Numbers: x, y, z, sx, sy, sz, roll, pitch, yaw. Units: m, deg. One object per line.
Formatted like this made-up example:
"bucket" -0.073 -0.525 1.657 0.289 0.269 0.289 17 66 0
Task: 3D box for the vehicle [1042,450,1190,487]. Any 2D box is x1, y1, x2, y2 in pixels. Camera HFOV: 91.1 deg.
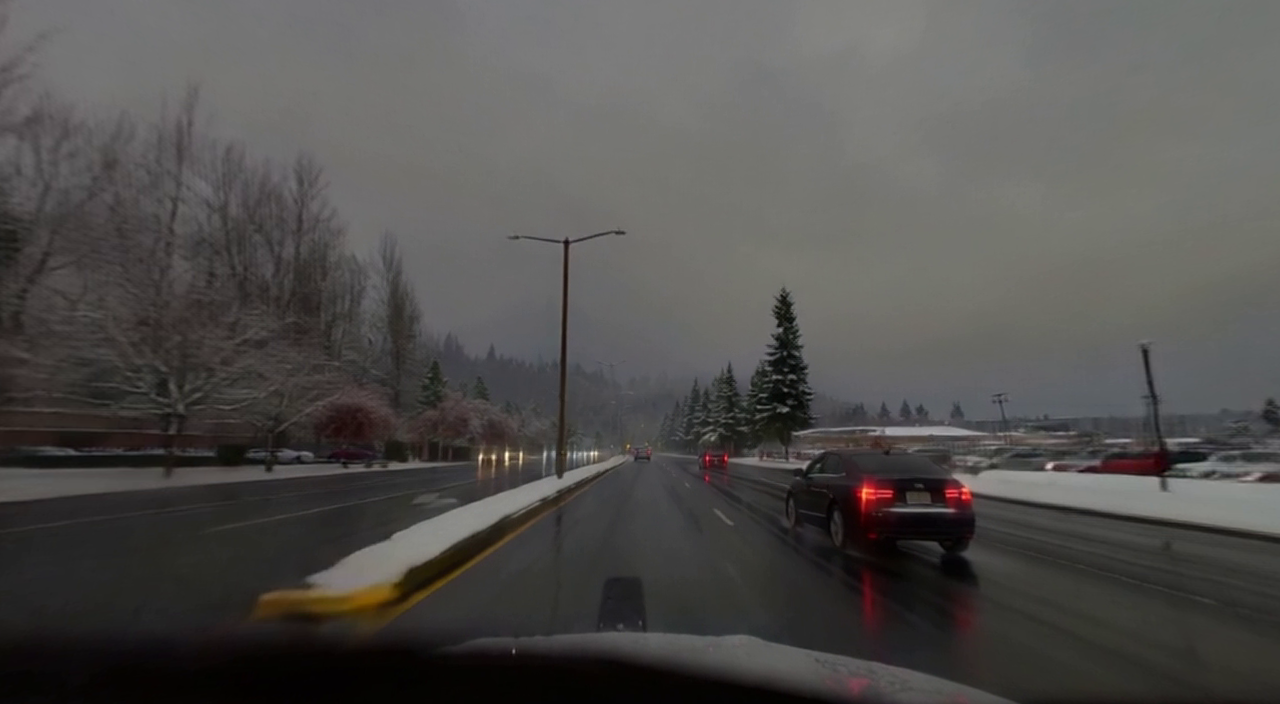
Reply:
"vehicle" 19.818 4.865 26.281 4.504 1.448 2.027 0 -9 0

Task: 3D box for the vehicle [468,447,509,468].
"vehicle" -11.766 8.234 49.100 1.983 1.567 4.557 0 -9 1

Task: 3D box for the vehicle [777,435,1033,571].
"vehicle" 3.455 2.032 9.297 1.935 1.501 4.384 0 -9 1

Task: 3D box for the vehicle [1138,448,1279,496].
"vehicle" 19.231 3.876 20.541 4.127 1.462 1.861 -1 -9 4

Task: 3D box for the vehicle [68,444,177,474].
"vehicle" -29.546 6.109 35.944 4.409 1.676 1.917 0 -9 -3

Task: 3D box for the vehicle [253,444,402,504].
"vehicle" -8.581 3.357 17.781 1.946 1.464 4.376 0 -9 0
